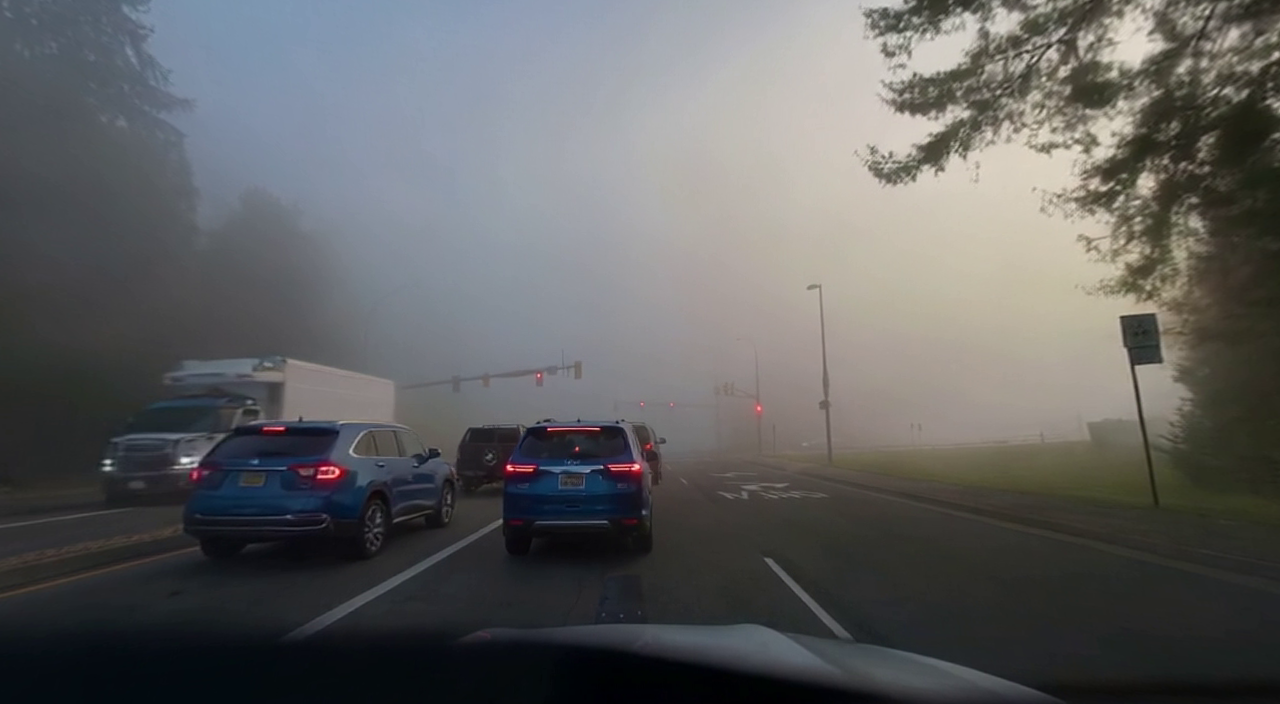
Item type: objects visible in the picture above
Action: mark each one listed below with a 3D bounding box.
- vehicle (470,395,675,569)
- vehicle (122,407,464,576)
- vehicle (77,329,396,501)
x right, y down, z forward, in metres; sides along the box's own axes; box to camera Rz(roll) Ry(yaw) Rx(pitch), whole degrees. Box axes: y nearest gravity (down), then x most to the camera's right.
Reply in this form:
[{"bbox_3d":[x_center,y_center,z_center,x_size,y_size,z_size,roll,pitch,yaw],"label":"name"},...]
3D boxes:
[{"bbox_3d":[-0.635,1.718,9.148,2.131,1.793,5.016,0,-8,2],"label":"vehicle"},{"bbox_3d":[-4.104,1.722,8.592,2.009,1.673,4.454,0,-8,1],"label":"vehicle"},{"bbox_3d":[-11.801,2.303,20.749,3.107,4.149,11.028,0,-8,0],"label":"vehicle"}]
